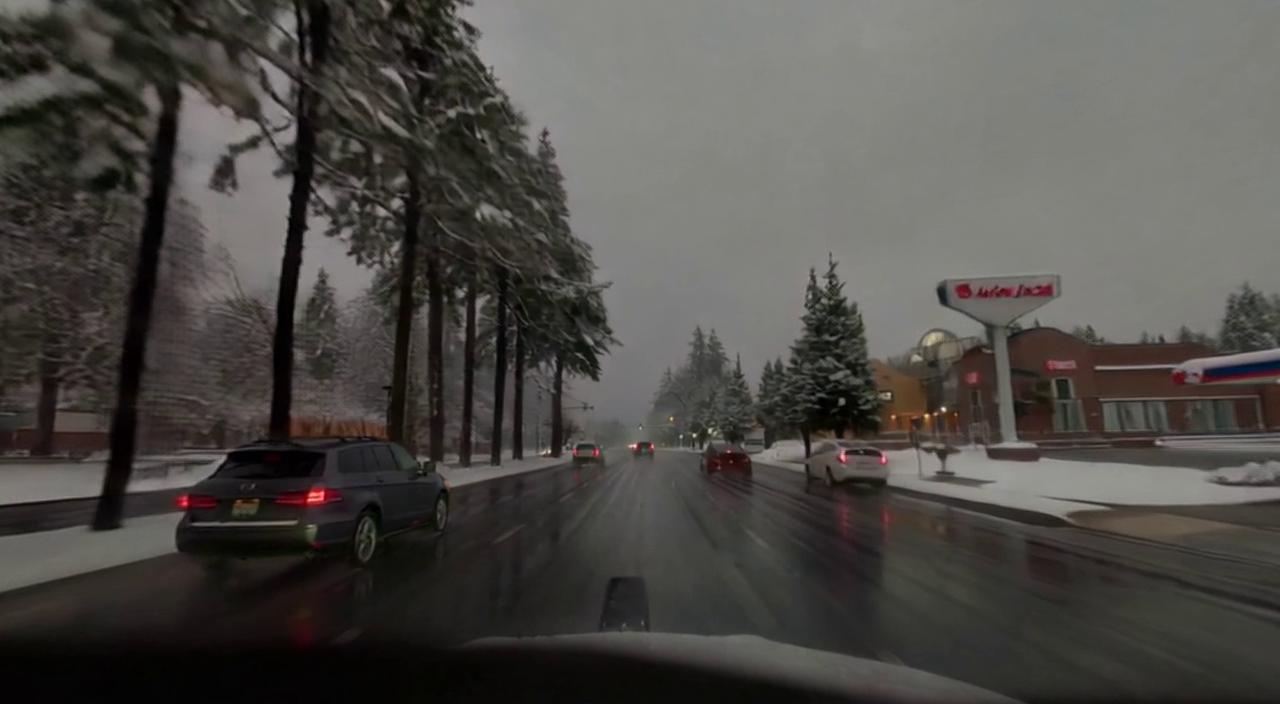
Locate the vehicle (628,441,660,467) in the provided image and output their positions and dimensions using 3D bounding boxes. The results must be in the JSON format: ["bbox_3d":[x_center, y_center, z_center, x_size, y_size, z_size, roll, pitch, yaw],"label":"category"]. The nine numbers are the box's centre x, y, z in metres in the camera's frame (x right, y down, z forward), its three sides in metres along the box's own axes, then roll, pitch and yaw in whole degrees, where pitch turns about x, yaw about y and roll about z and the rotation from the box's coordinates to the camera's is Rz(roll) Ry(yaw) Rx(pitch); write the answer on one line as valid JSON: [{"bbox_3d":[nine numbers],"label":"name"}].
[{"bbox_3d":[0.260,6.518,40.386,1.922,1.579,3.642,0,-8,0],"label":"vehicle"}]

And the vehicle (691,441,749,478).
[{"bbox_3d":[3.496,4.767,28.258,2.010,1.486,4.498,0,-8,0],"label":"vehicle"}]

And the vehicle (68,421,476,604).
[{"bbox_3d":[-3.816,1.745,7.997,1.988,1.530,5.155,0,-8,1],"label":"vehicle"}]

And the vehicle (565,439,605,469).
[{"bbox_3d":[-3.361,6.339,39.381,2.051,1.747,4.370,0,-8,1],"label":"vehicle"}]

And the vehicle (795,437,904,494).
[{"bbox_3d":[6.460,3.522,20.006,1.983,1.599,4.243,0,-8,0],"label":"vehicle"}]
